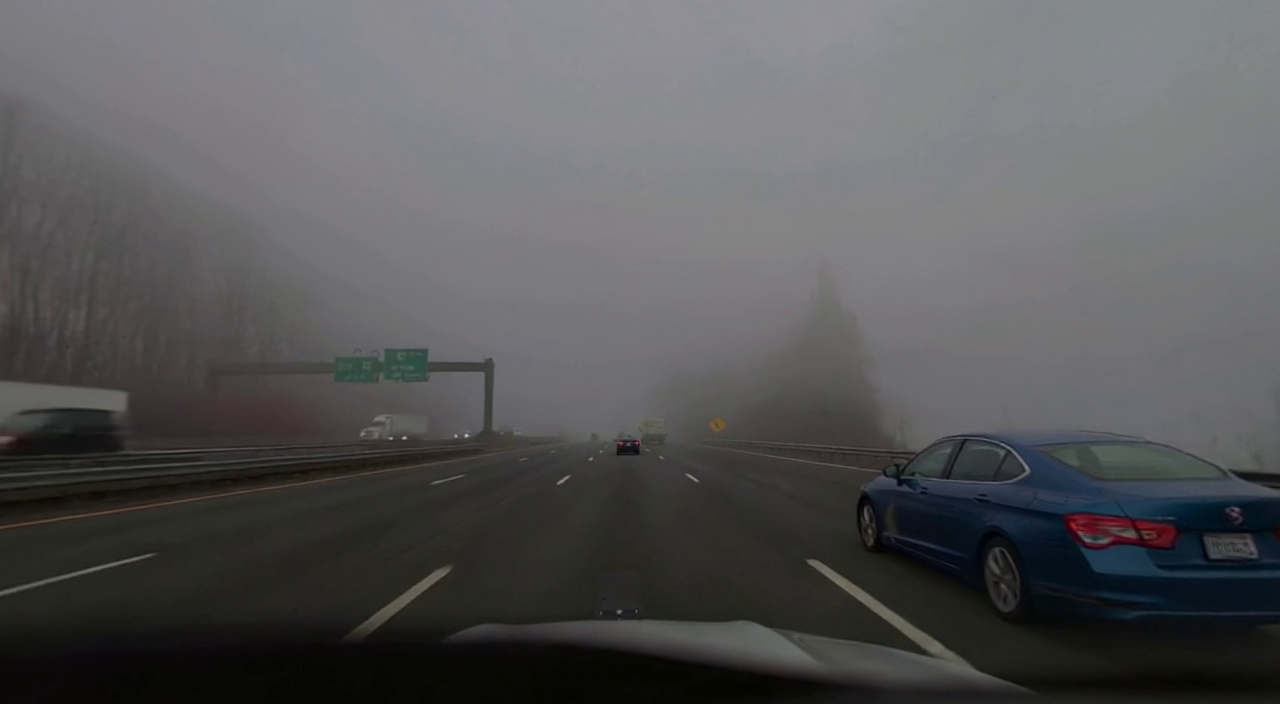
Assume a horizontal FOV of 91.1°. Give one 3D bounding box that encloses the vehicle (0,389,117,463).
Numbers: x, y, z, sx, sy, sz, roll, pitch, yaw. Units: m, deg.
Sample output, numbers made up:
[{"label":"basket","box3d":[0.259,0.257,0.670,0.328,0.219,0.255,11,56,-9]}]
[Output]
[{"label":"vehicle","box3d":[-22.514,2.710,22.648,2.238,2.462,5.879,0,-8,-1]}]
